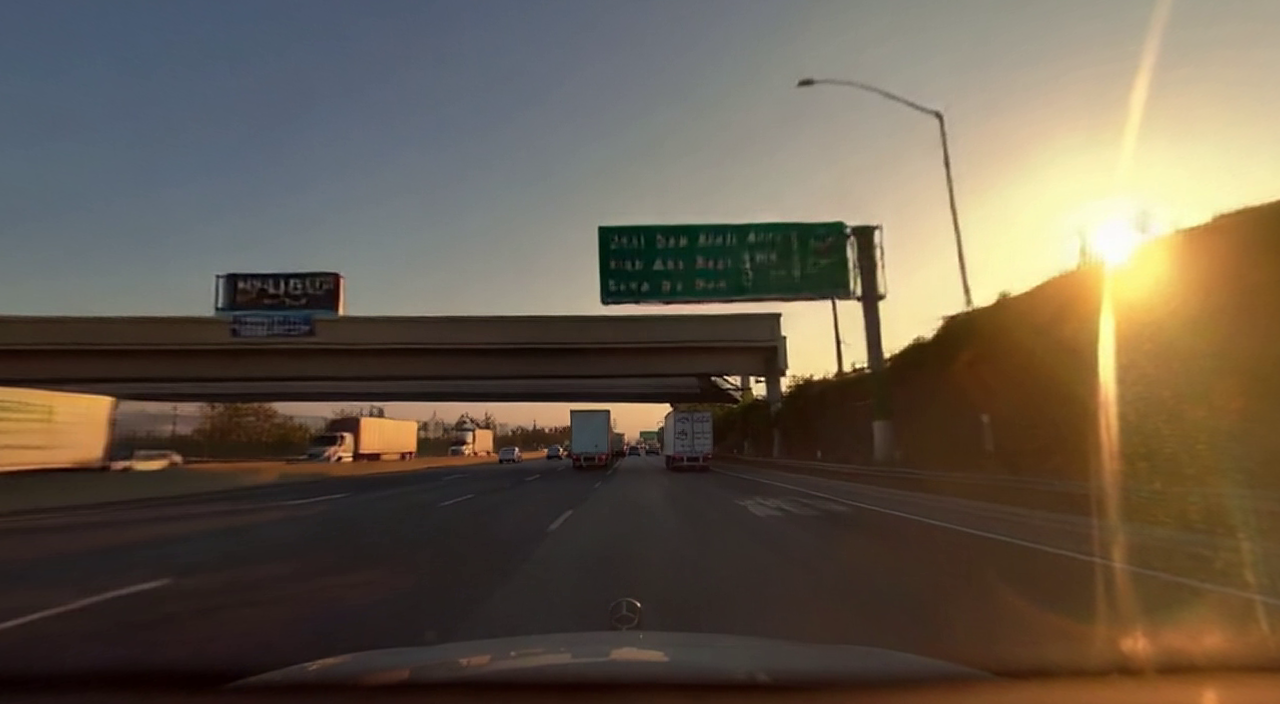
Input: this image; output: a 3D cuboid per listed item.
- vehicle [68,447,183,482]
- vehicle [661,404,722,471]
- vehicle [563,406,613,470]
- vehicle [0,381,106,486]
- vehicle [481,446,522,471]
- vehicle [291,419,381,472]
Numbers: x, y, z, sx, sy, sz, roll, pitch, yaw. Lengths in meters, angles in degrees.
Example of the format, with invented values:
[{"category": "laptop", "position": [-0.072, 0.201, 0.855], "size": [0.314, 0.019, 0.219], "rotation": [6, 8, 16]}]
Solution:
[{"category": "vehicle", "position": [-26.761, 5.840, 33.155], "size": [1.780, 1.632, 4.772], "rotation": [0, -9, 4]}, {"category": "vehicle", "position": [3.433, 6.330, 46.622], "size": [2.908, 3.898, 17.275], "rotation": [1, -8, 0]}, {"category": "vehicle", "position": [-3.650, 6.484, 47.798], "size": [2.848, 4.098, 13.421], "rotation": [0, -8, -1]}, {"category": "vehicle", "position": [-23.129, 2.888, 22.228], "size": [2.698, 3.522, 6.672], "rotation": [0, -9, 0]}, {"category": "vehicle", "position": [-9.972, 7.693, 45.861], "size": [2.132, 1.679, 4.045], "rotation": [0, -9, -1]}, {"category": "vehicle", "position": [-23.464, 7.298, 49.397], "size": [3.052, 3.783, 7.778], "rotation": [0, -9, 0]}]
